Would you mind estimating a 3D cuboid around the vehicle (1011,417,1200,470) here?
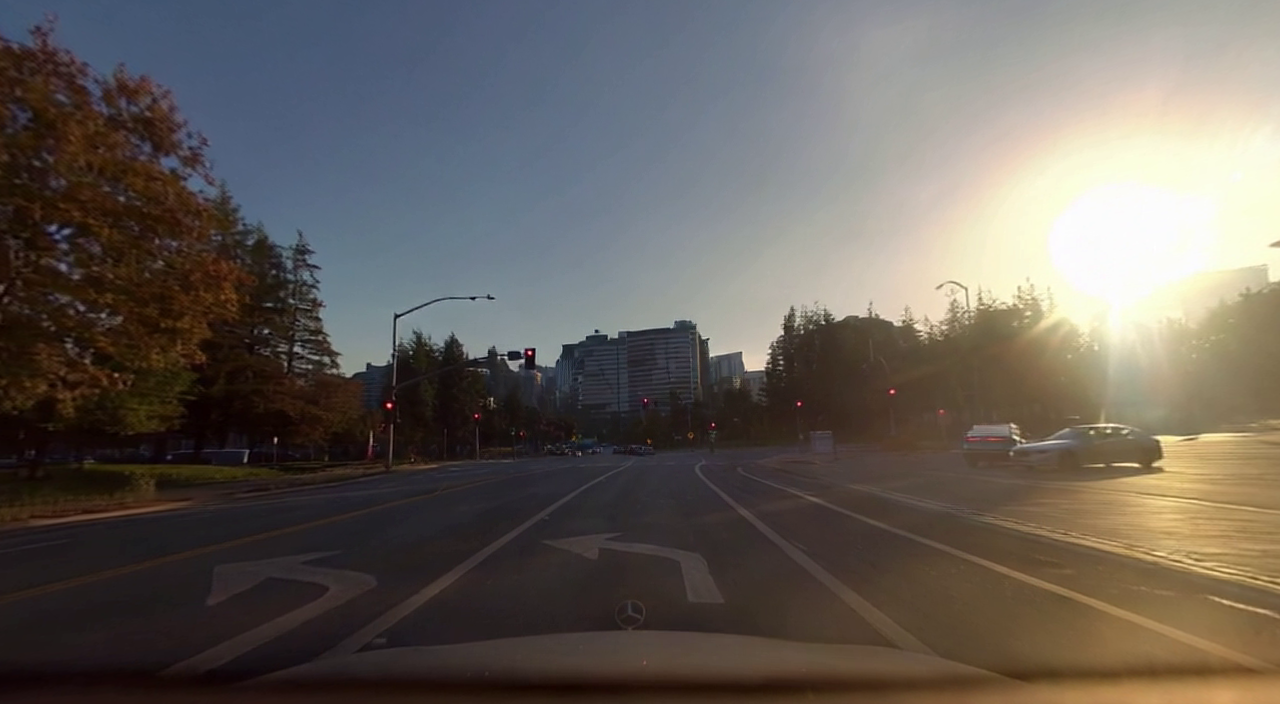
[{"bbox_3d":[13.888,2.760,18.994,4.167,1.476,1.871,0,-8,0],"label":"vehicle"}]
